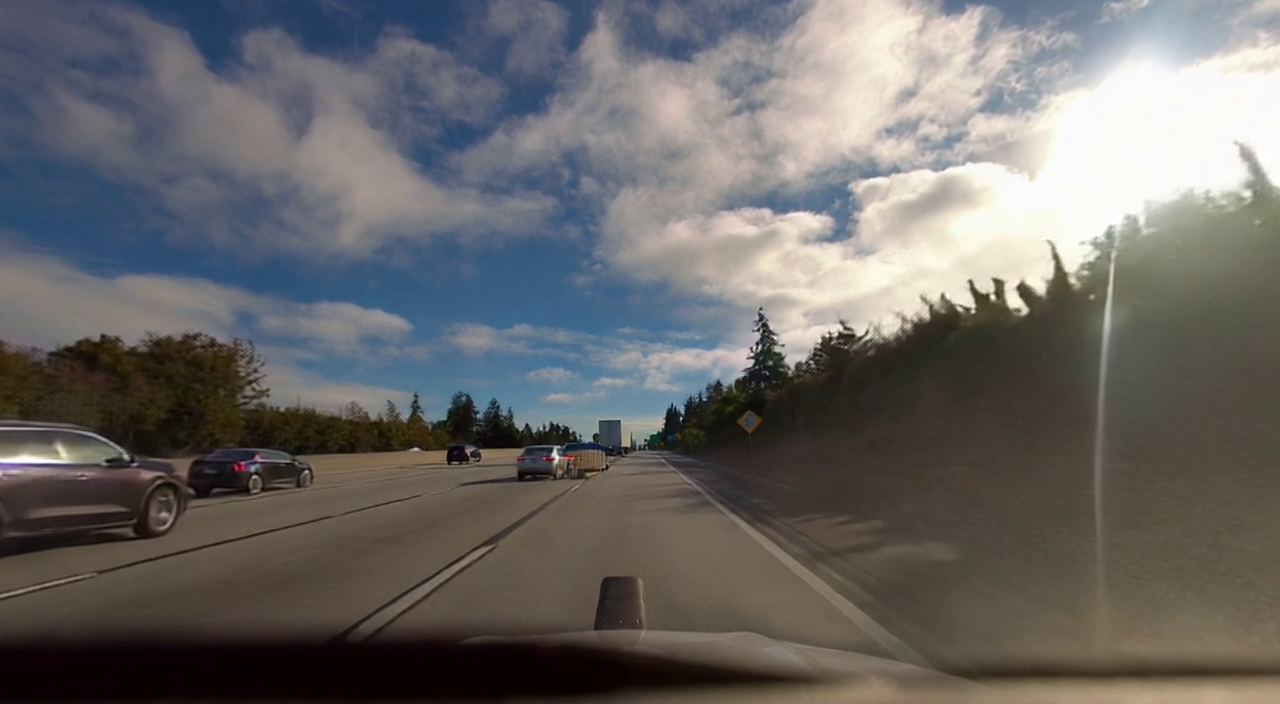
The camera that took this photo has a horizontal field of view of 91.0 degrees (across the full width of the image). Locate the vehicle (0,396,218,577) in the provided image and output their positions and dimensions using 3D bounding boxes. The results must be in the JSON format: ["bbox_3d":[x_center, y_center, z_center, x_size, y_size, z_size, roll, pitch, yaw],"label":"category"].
[{"bbox_3d":[-7.395,1.369,6.499,2.115,1.778,5.572,0,-9,1],"label":"vehicle"}]

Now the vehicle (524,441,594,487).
[{"bbox_3d":[-2.890,4.105,23.402,1.931,1.528,4.126,0,-9,2],"label":"vehicle"}]

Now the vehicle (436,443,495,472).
[{"bbox_3d":[-9.825,5.968,35.770,2.036,1.506,4.358,0,-9,1],"label":"vehicle"}]
